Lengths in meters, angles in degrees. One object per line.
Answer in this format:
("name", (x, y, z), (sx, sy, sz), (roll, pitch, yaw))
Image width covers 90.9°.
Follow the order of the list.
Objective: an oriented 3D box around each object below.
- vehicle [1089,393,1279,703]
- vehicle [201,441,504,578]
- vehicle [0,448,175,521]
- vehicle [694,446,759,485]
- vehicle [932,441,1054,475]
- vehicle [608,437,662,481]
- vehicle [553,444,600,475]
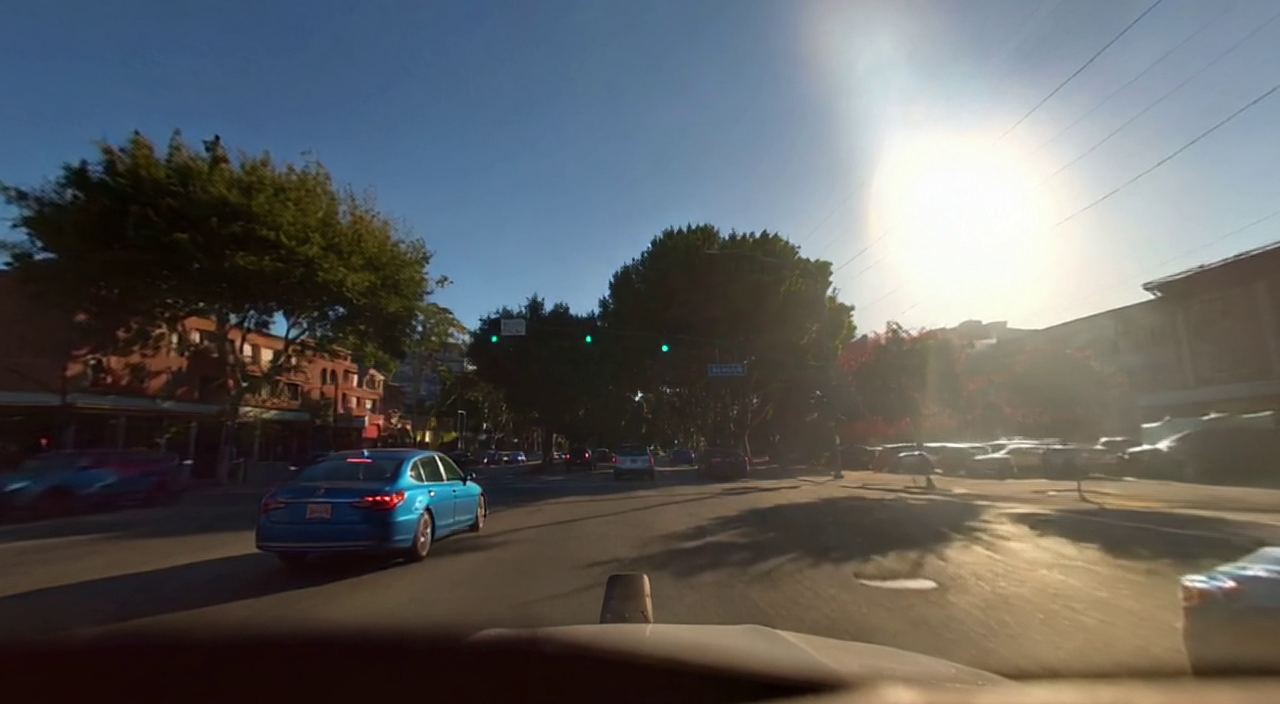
("vehicle", (3.265, 0.681, 0.850), (2.052, 1.475, 4.540), (0, -9, 2))
("vehicle", (-3.372, 1.904, 8.435), (2.115, 1.369, 3.908), (0, -9, 2))
("vehicle", (-16.439, 3.712, 18.351), (2.134, 1.822, 4.707), (0, -9, 0))
("vehicle", (3.513, 4.668, 26.325), (2.058, 1.472, 4.317), (0, -9, -1))
("vehicle", (16.141, 4.874, 29.024), (4.407, 1.492, 1.930), (0, -9, 2))
("vehicle", (-0.195, 5.021, 29.848), (2.361, 1.898, 4.465), (0, -9, 0))
("vehicle", (-3.494, 6.011, 35.401), (2.130, 1.645, 3.995), (0, -9, 1))
